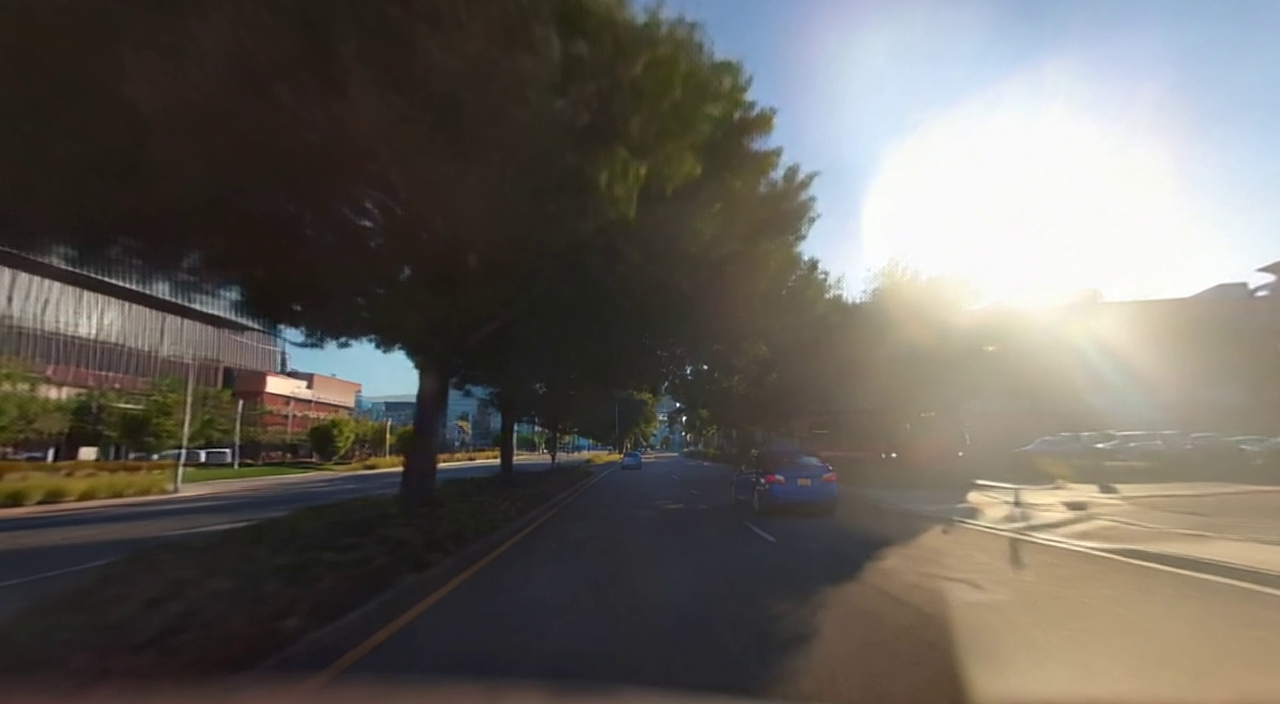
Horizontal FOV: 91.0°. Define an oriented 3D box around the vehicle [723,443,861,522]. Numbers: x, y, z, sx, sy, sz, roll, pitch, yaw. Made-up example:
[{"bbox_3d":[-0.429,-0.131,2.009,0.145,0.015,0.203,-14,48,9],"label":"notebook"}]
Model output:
[{"bbox_3d":[3.196,2.831,14.195,1.993,1.501,4.127,0,-9,-1],"label":"vehicle"}]
